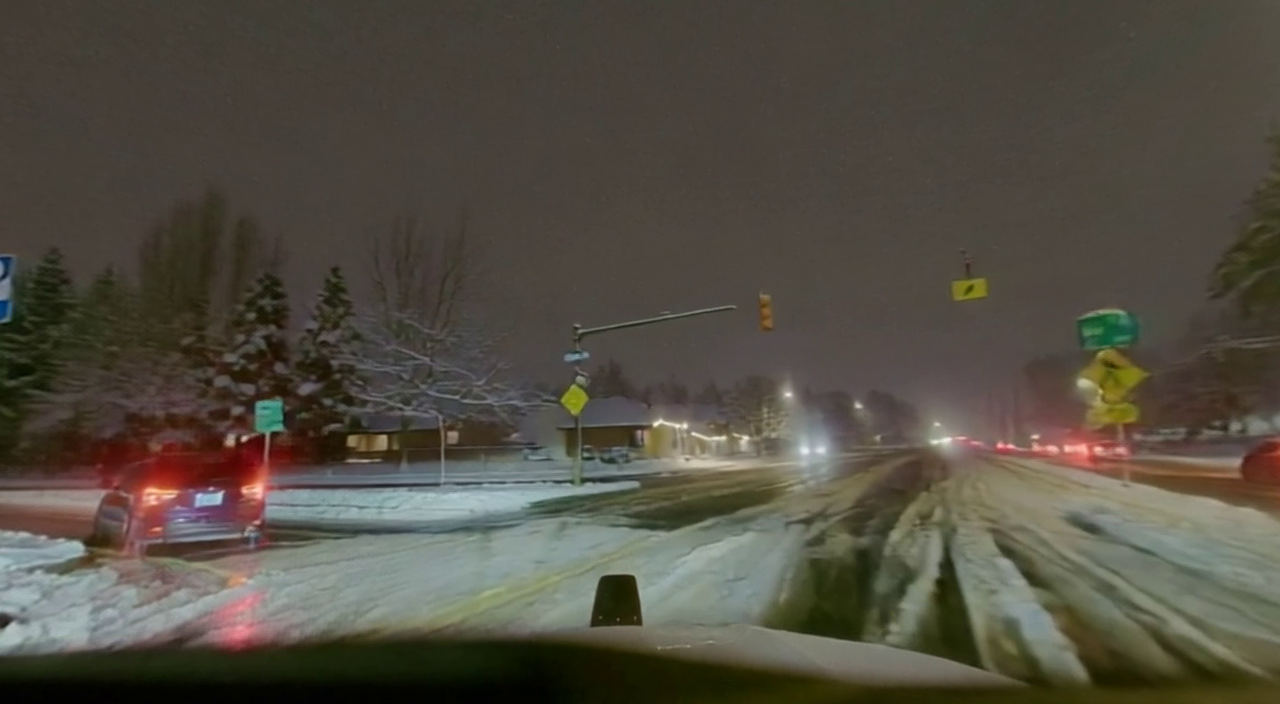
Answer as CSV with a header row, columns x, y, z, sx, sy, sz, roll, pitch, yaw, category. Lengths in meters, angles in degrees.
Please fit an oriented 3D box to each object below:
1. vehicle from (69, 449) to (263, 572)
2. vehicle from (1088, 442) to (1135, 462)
x,y,z,sx,sy,sz,roll,pitch,yaw,category
-7.455,2.358,10.119,2.014,1.525,3.670,5,-11,-34,vehicle
36.222,7.657,48.217,1.931,1.475,4.092,-5,-10,24,vehicle
